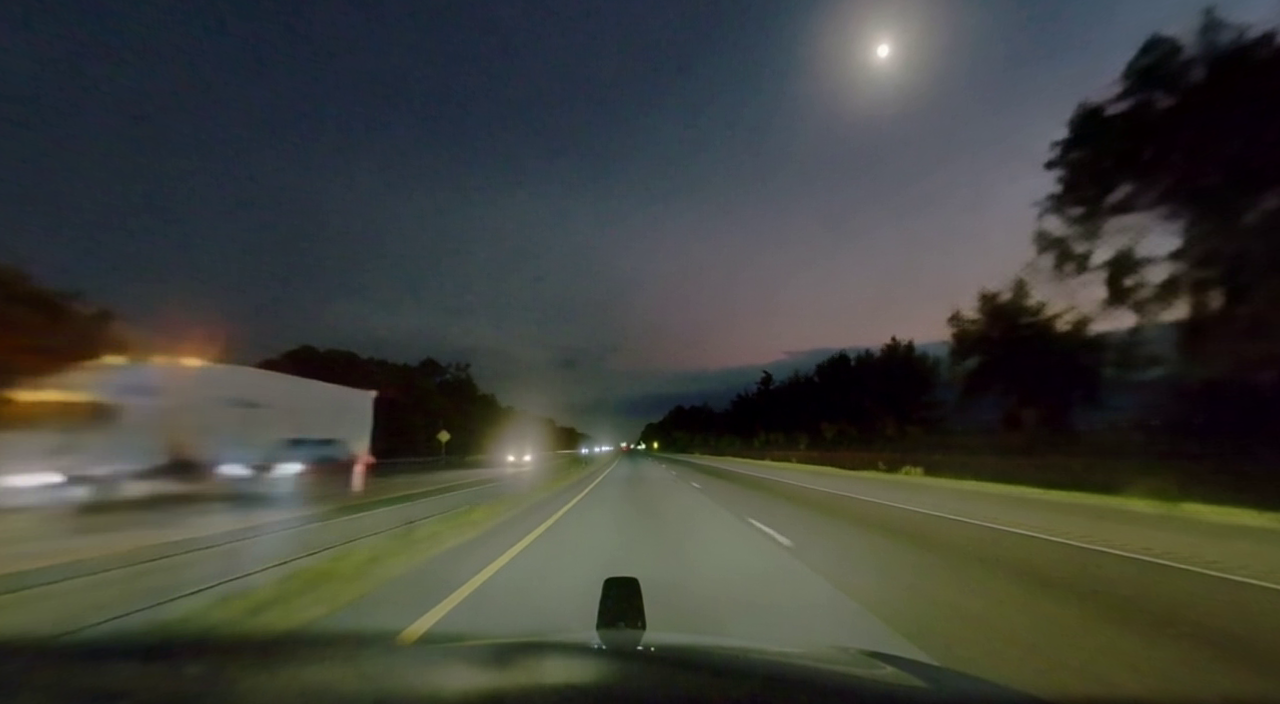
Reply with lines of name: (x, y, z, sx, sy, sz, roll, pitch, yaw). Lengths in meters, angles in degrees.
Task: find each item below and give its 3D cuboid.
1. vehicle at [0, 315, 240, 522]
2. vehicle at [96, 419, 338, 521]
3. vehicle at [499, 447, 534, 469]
vehicle: (-12.776, 1.659, 14.623, 3.023, 3.837, 5.876, 0, -9, -1)
vehicle: (-8.371, 2.379, 13.117, 2.060, 1.750, 4.253, 0, -9, 0)
vehicle: (-8.531, 7.343, 43.749, 1.739, 1.432, 3.639, 0, -9, -1)
